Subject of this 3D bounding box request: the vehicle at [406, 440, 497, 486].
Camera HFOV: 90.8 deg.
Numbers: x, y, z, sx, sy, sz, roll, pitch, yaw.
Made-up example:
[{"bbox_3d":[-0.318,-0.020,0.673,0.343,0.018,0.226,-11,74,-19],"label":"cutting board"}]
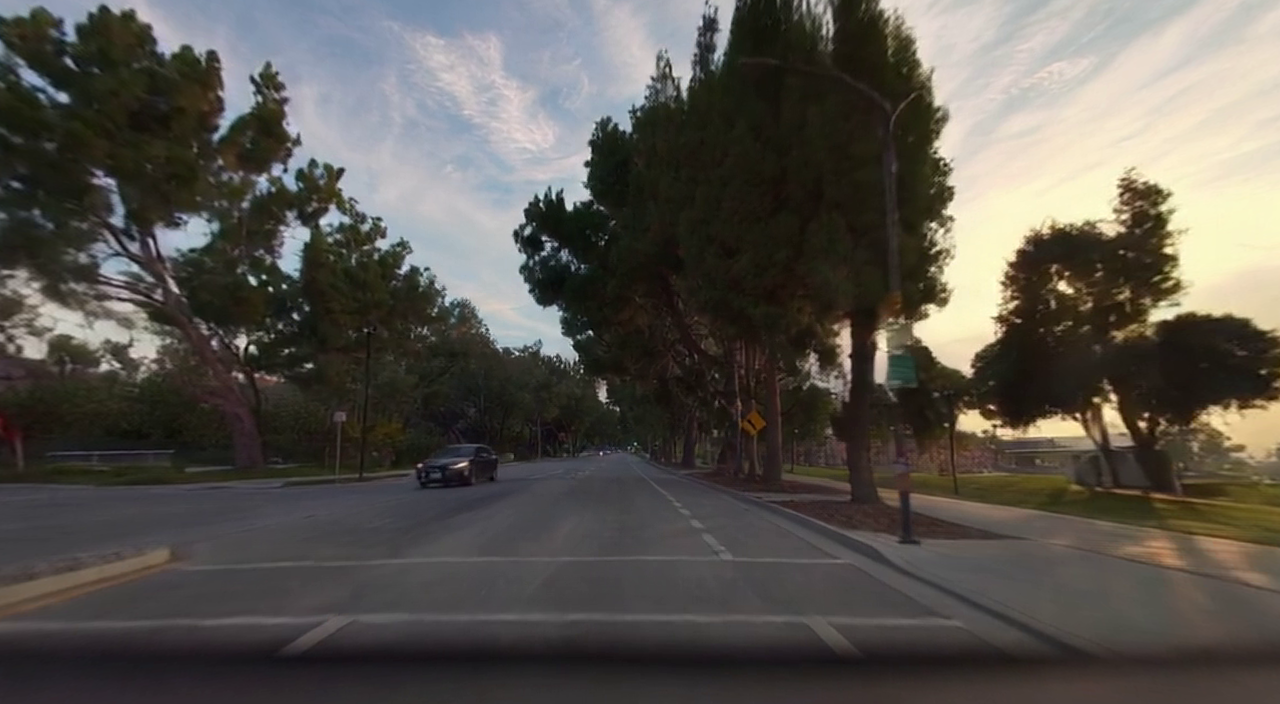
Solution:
[{"bbox_3d":[-7.677,4.556,26.290,2.036,1.686,4.780,-1,-8,3],"label":"vehicle"}]
